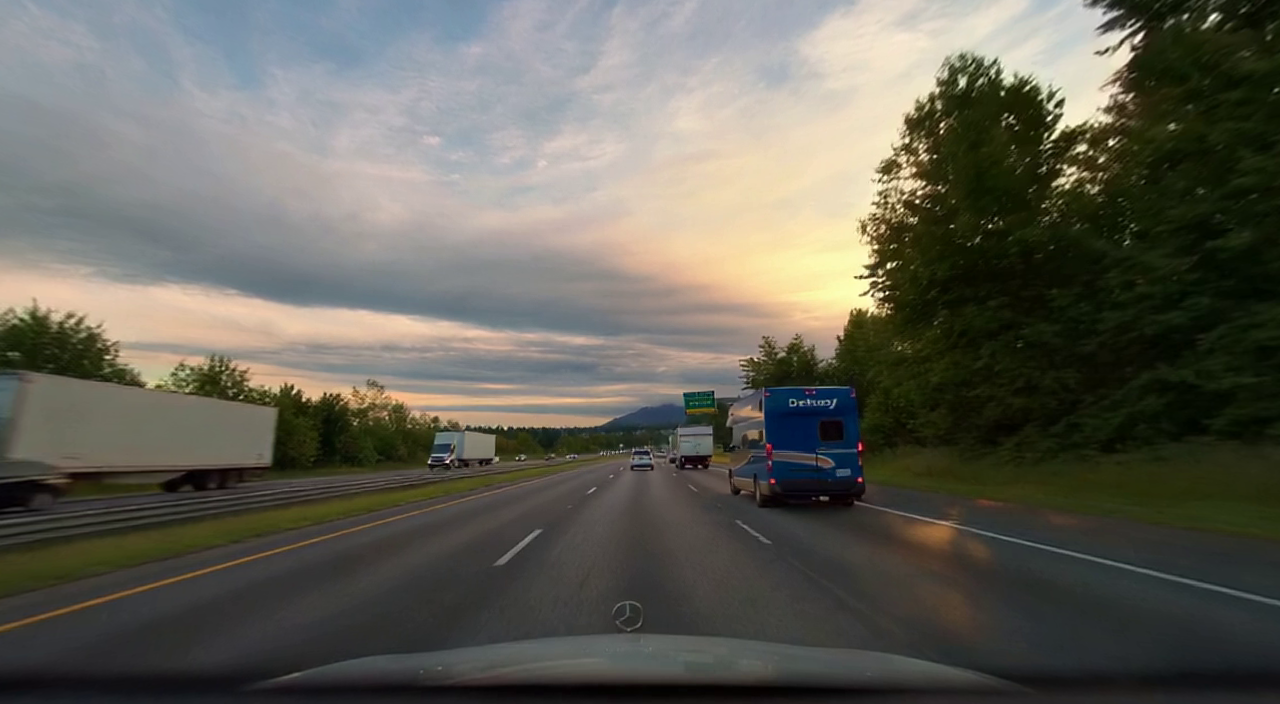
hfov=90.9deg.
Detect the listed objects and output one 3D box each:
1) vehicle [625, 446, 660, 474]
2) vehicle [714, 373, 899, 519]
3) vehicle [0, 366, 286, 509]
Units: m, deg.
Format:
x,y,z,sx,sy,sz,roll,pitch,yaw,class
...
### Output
x,y,z,sx,sy,sz,roll,pitch,yaw,class
0.167,6.917,40.495,2.151,1.678,3.923,0,-9,0,vehicle
3.848,2.501,16.716,2.698,3.001,7.323,0,-9,-2,vehicle
-19.857,3.544,25.233,3.189,4.110,13.996,0,-9,0,vehicle
